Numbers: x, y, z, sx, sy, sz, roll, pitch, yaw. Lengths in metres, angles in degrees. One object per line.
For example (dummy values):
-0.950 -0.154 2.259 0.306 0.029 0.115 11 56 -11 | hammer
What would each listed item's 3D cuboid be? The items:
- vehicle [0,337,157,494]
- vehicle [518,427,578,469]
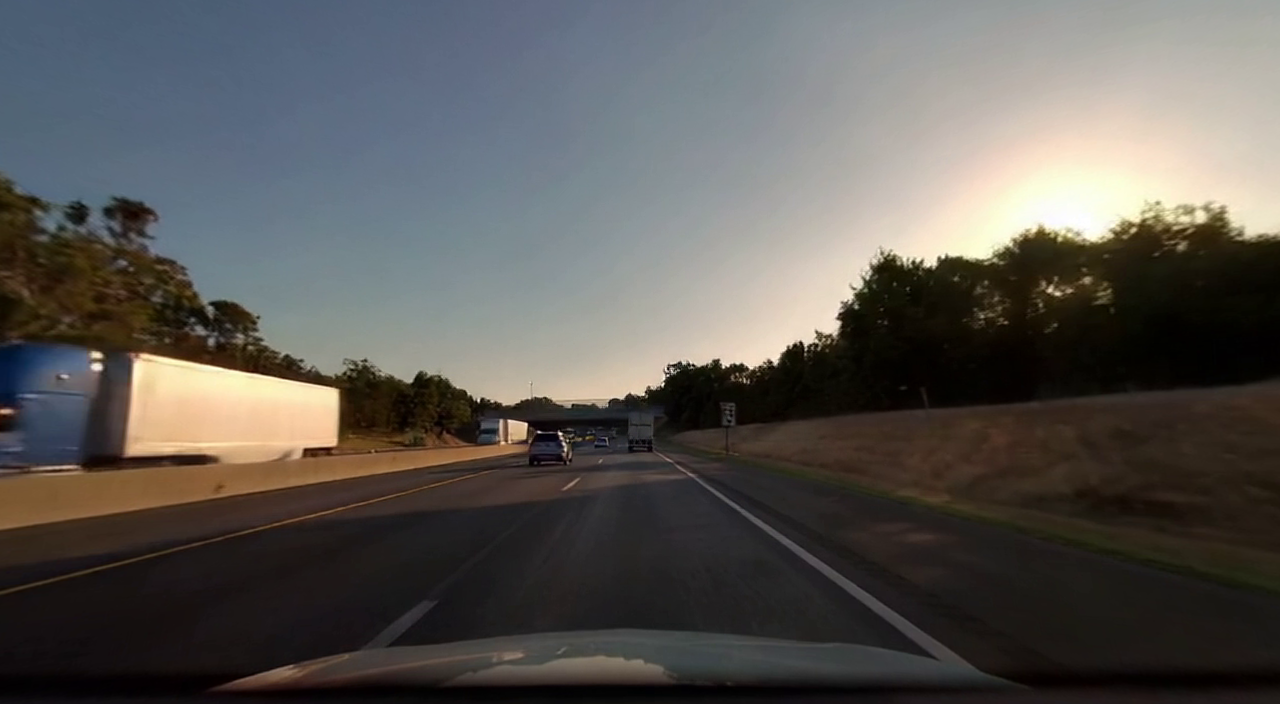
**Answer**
-17.063 1.802 17.191 2.975 3.782 5.870 0 -8 -1 | vehicle
-3.936 4.177 27.694 2.045 1.655 4.301 0 -8 0 | vehicle
